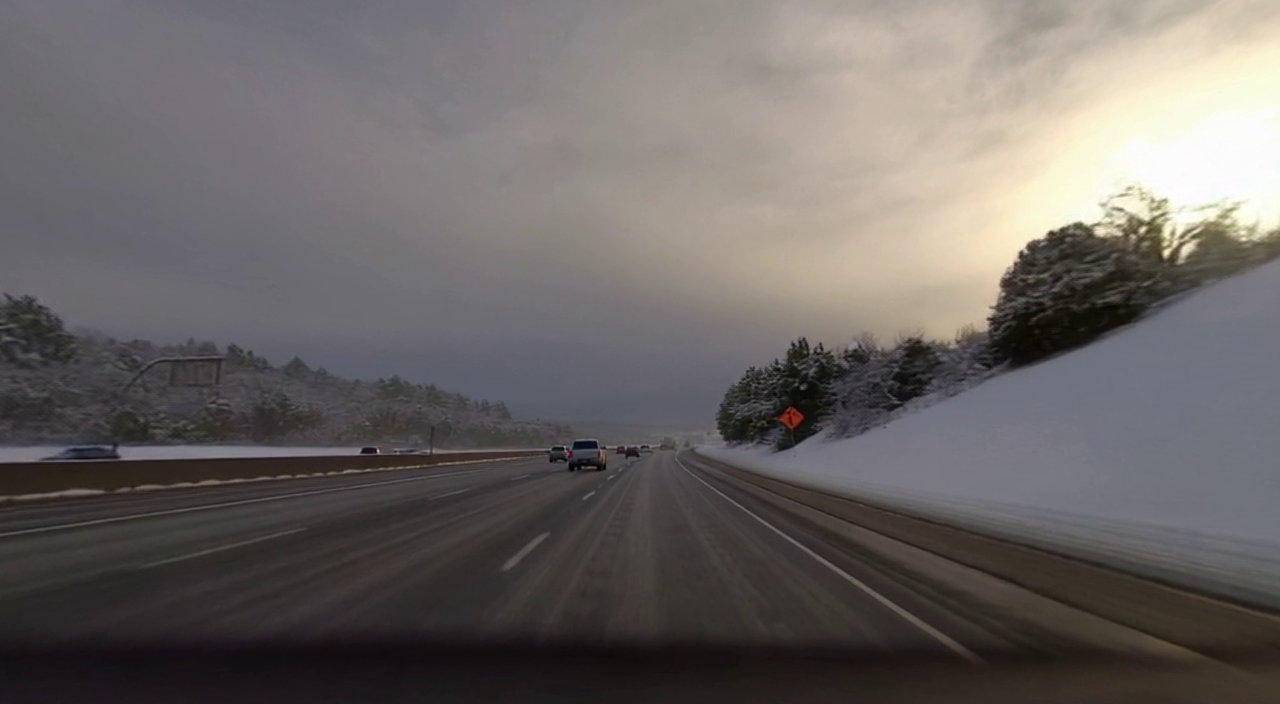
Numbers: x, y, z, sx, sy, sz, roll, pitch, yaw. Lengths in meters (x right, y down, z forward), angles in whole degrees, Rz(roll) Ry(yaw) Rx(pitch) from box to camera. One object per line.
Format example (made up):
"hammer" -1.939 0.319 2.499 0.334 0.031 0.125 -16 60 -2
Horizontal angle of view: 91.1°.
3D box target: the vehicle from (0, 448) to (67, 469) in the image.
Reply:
"vehicle" -46.176 8.015 47.371 1.798 1.481 4.117 0 -8 2

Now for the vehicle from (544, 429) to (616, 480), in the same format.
"vehicle" -2.371 4.275 26.382 2.413 1.896 5.218 0 -8 1
